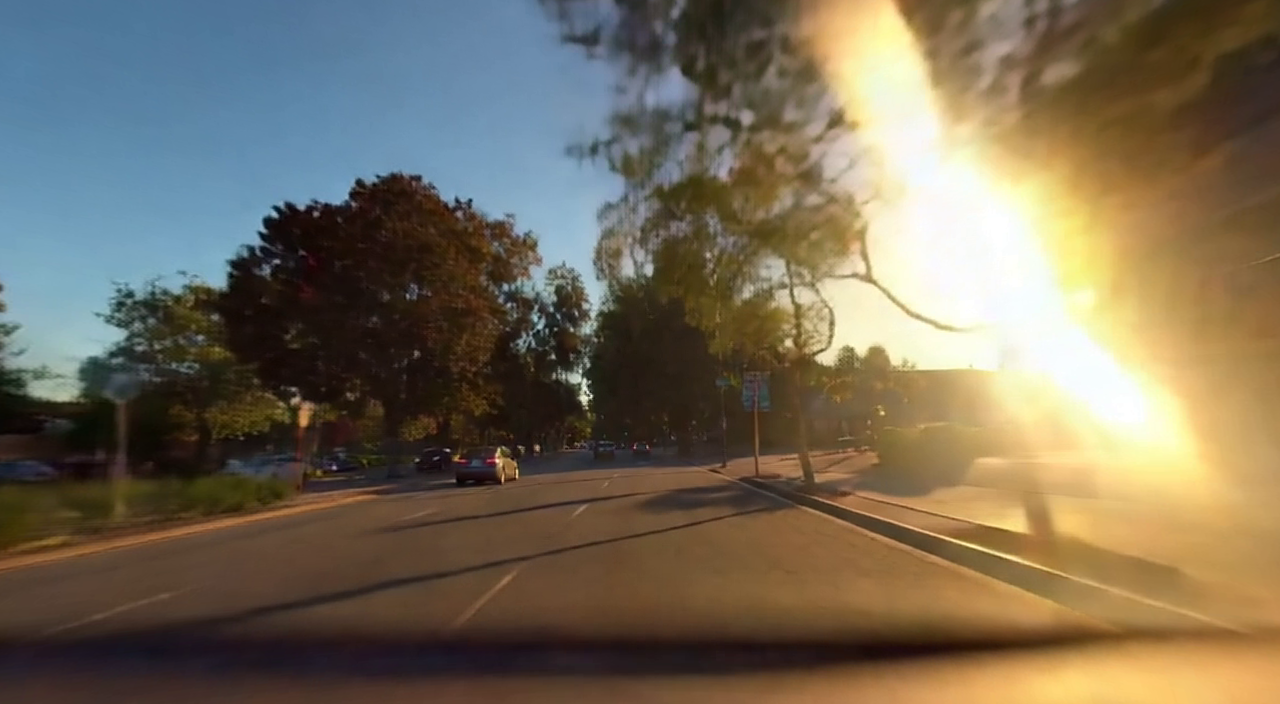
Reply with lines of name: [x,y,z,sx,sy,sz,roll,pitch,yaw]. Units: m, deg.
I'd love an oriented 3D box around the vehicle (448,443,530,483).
vehicle: [-5.813,4.319,24.873,2.072,1.427,4.328,0,-9,1]

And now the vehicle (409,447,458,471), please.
vehicle: [-13.630,7.055,41.842,1.937,1.526,4.530,0,-9,-3]

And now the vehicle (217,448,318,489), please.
vehicle: [-17.589,5.475,30.067,2.027,1.773,4.501,0,-9,0]
